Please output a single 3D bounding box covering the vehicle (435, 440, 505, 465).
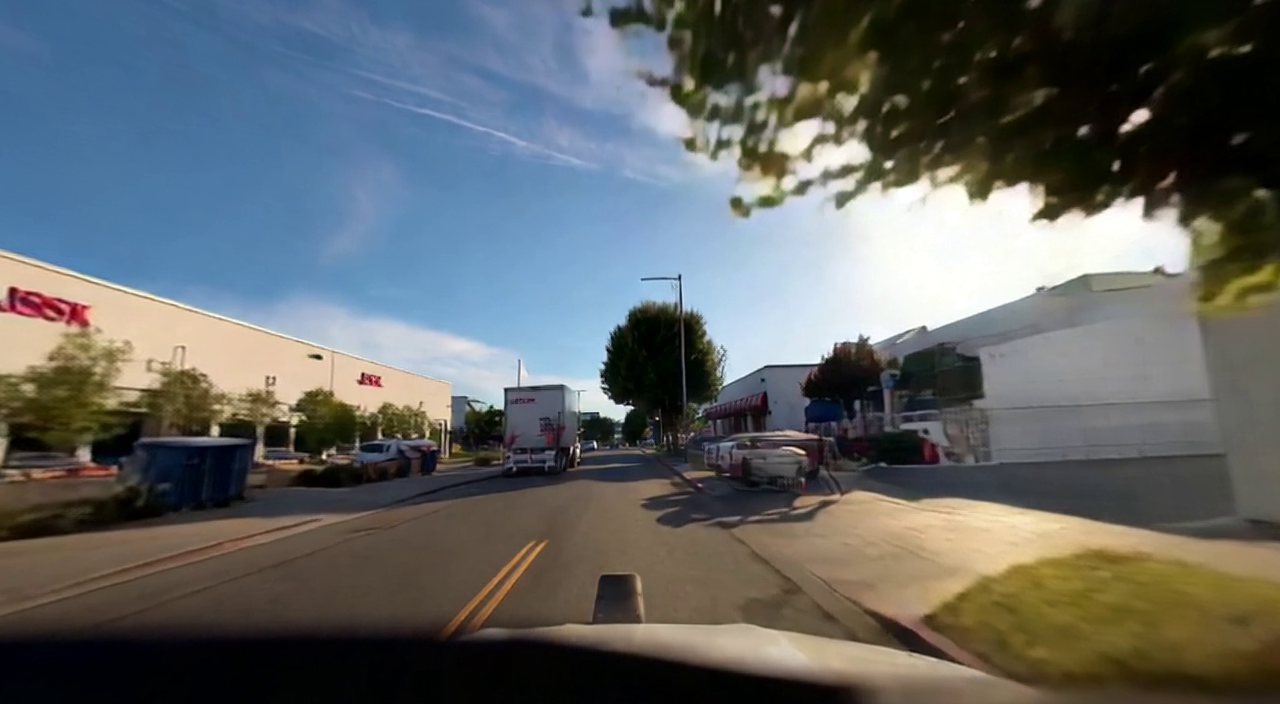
[{"bbox_3d":[-10.554,6.259,39.116,3.893,1.413,1.625,-1,-8,-1],"label":"vehicle"}]

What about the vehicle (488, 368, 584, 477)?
[{"bbox_3d":[-5.288,4.046,35.489,2.976,4.754,15.127,-1,-7,0],"label":"vehicle"}]
